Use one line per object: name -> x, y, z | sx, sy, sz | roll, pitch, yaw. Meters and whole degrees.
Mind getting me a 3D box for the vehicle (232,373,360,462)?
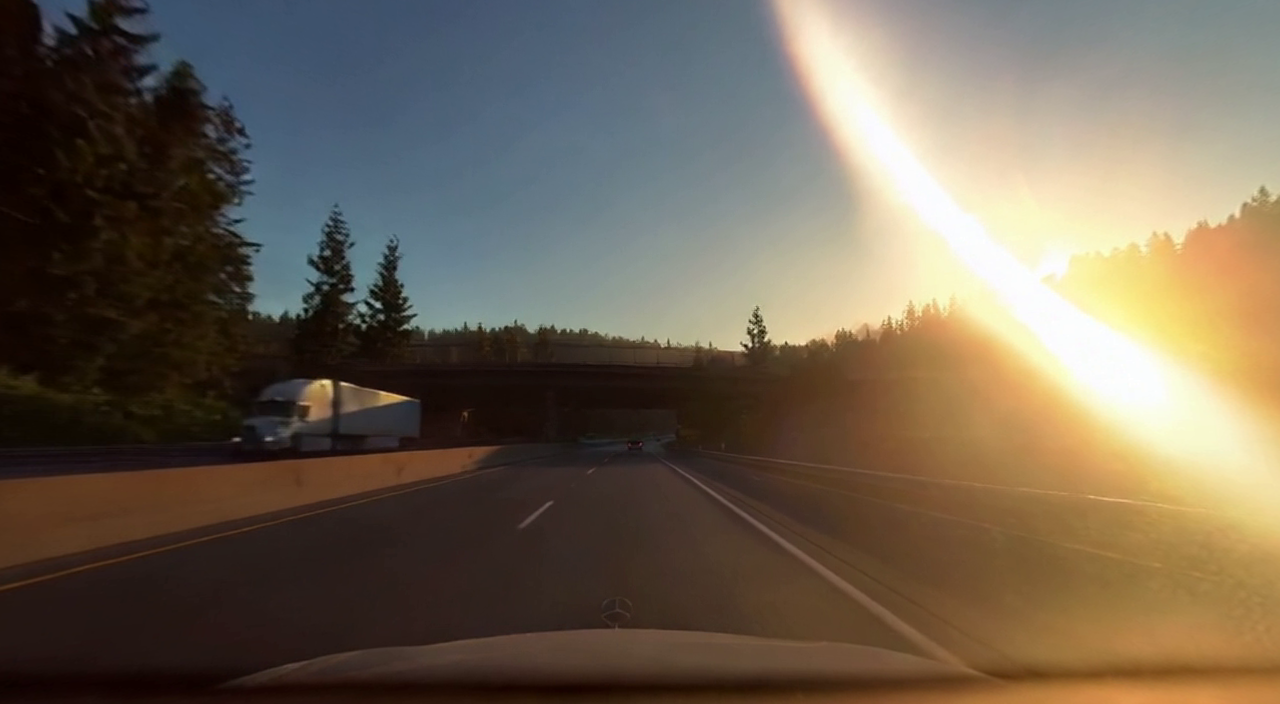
vehicle -> -16.955, 3.381, 31.635 | 3.020, 4.024, 5.914 | 0, -8, -1
